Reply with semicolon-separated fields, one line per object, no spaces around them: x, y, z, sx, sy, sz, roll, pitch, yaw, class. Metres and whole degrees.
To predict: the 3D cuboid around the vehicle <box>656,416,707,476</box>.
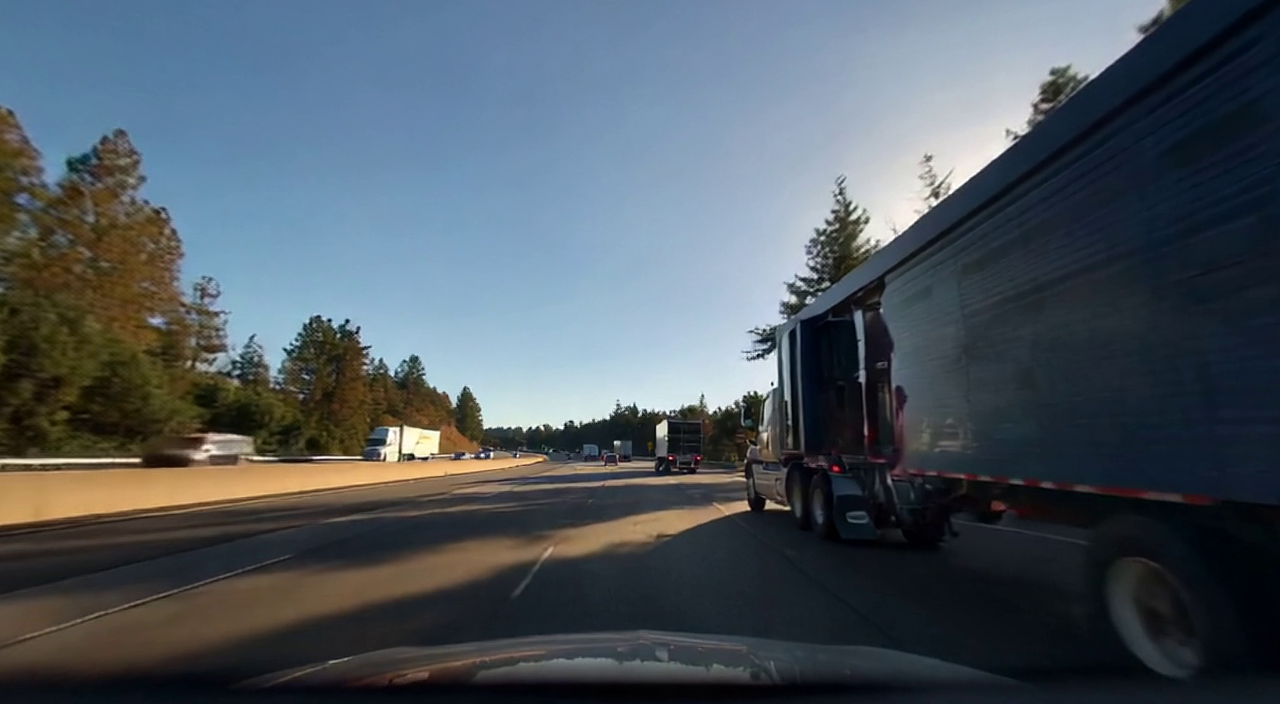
2.960;7.105;47.570;2.826;4.035;8.369;1;-9;-3;vehicle

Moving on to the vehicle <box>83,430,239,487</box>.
-17.244;3.876;23.115;2.086;1.861;4.677;0;-9;-1;vehicle

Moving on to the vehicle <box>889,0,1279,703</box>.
4.319;0.055;3.329;2.832;3.839;7.263;0;-9;-1;vehicle
